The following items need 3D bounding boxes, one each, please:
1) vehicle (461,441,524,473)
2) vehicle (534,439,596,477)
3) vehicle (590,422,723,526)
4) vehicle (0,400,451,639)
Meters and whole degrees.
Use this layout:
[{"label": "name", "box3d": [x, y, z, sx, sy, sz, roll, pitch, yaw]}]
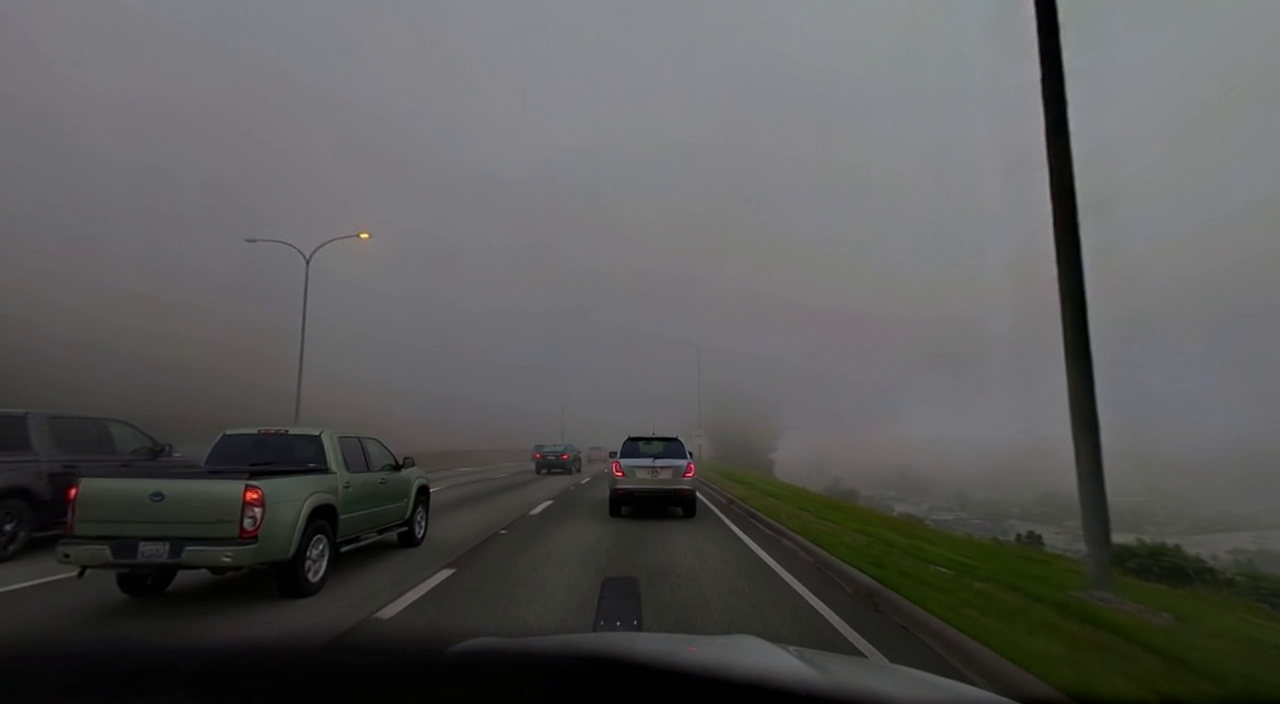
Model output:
[{"label": "vehicle", "box3d": [-7.179, 5.138, 31.208, 1.856, 1.459, 4.251, -1, -9, 4]}, {"label": "vehicle", "box3d": [-3.090, 4.481, 26.840, 1.868, 1.470, 4.105, -1, -8, 4]}, {"label": "vehicle", "box3d": [0.304, 2.381, 12.892, 2.235, 1.716, 4.435, 0, -8, 1]}, {"label": "vehicle", "box3d": [-3.843, 1.523, 6.775, 2.076, 1.688, 4.334, -1, -9, 3]}]
